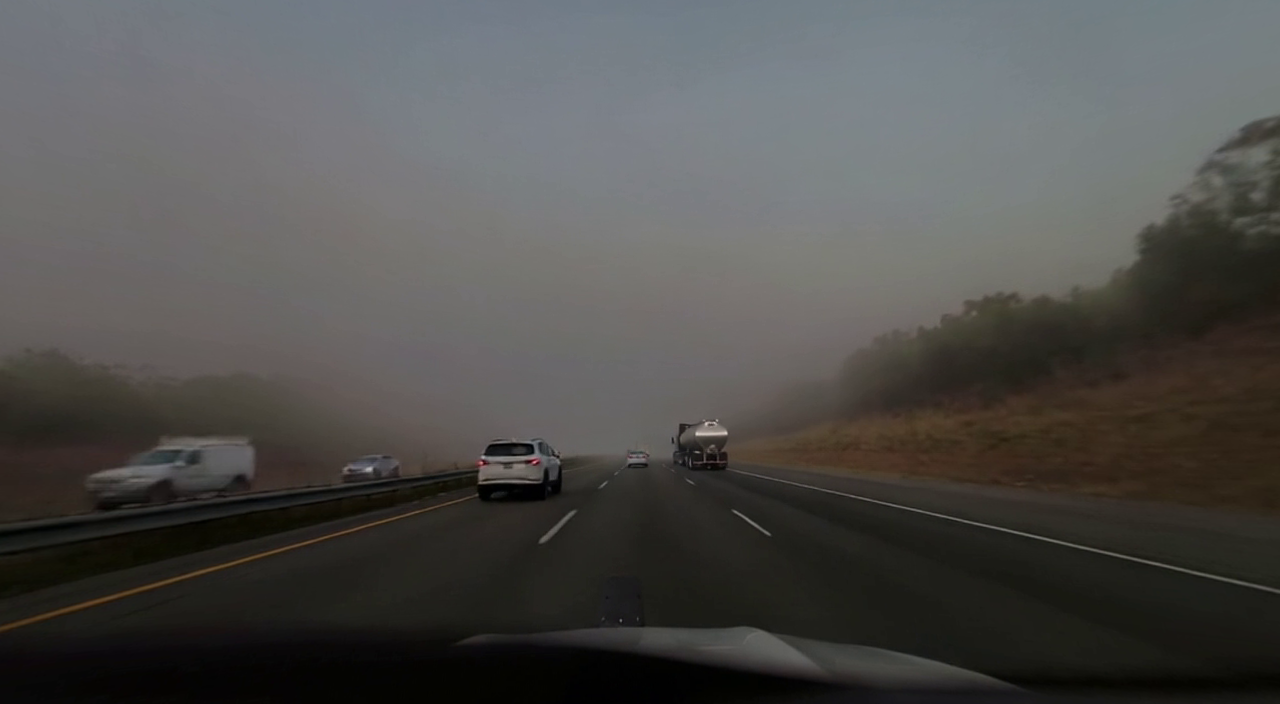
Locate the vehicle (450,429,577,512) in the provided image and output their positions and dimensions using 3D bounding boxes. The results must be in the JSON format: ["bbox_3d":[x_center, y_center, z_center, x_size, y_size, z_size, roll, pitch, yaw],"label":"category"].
[{"bbox_3d":[-3.049,3.004,16.457,2.258,1.805,4.665,-1,-9,1],"label":"vehicle"}]

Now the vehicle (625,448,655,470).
[{"bbox_3d":[0.015,7.560,44.709,2.013,1.498,3.908,0,-9,0],"label":"vehicle"}]

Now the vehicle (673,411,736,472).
[{"bbox_3d":[4.232,6.432,44.908,2.889,3.606,13.832,0,-9,0],"label":"vehicle"}]
